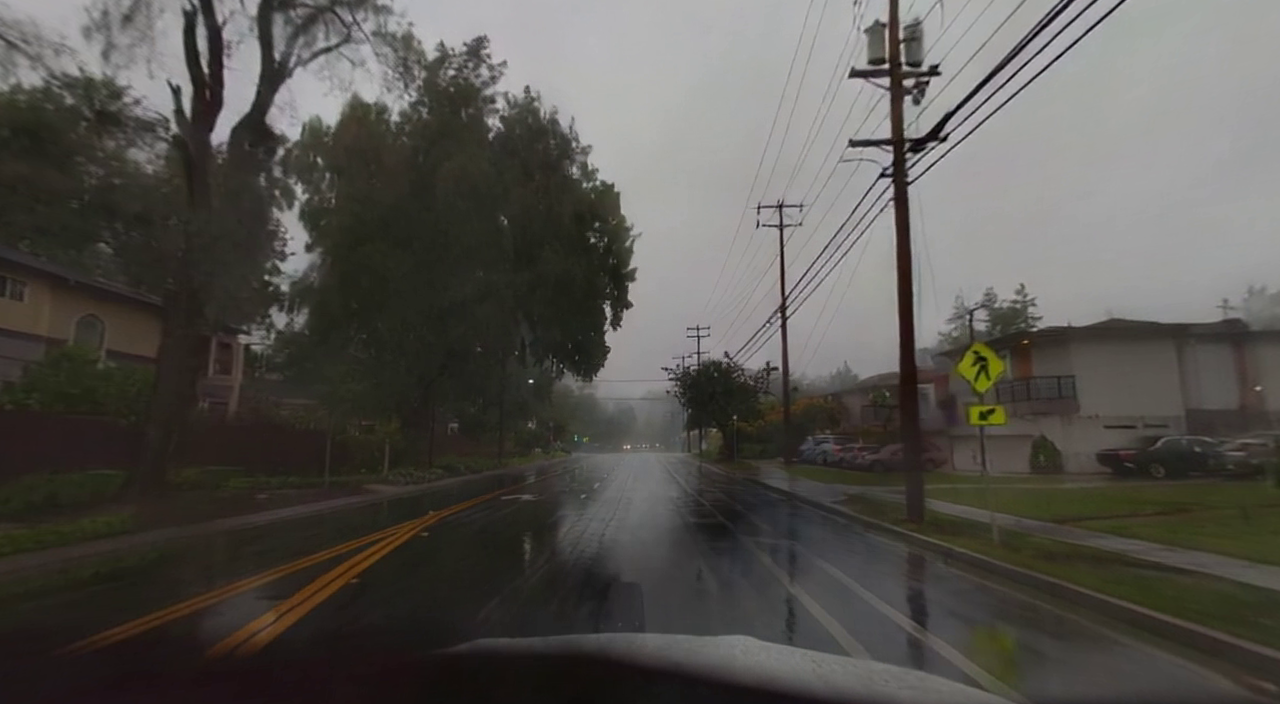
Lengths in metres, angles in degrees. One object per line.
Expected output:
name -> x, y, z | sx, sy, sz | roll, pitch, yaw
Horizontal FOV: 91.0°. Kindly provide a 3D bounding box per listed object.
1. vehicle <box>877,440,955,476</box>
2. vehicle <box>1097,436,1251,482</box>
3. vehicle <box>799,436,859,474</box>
vehicle -> 13.742, 5.303, 31.660 | 1.935, 1.683, 4.669 | 0, -9, 3
vehicle -> 21.218, 4.232, 25.169 | 3.943, 1.664, 2.391 | 0, -8, -1
vehicle -> 10.483, 5.753, 35.259 | 1.912, 1.953, 4.651 | 0, -9, 0
